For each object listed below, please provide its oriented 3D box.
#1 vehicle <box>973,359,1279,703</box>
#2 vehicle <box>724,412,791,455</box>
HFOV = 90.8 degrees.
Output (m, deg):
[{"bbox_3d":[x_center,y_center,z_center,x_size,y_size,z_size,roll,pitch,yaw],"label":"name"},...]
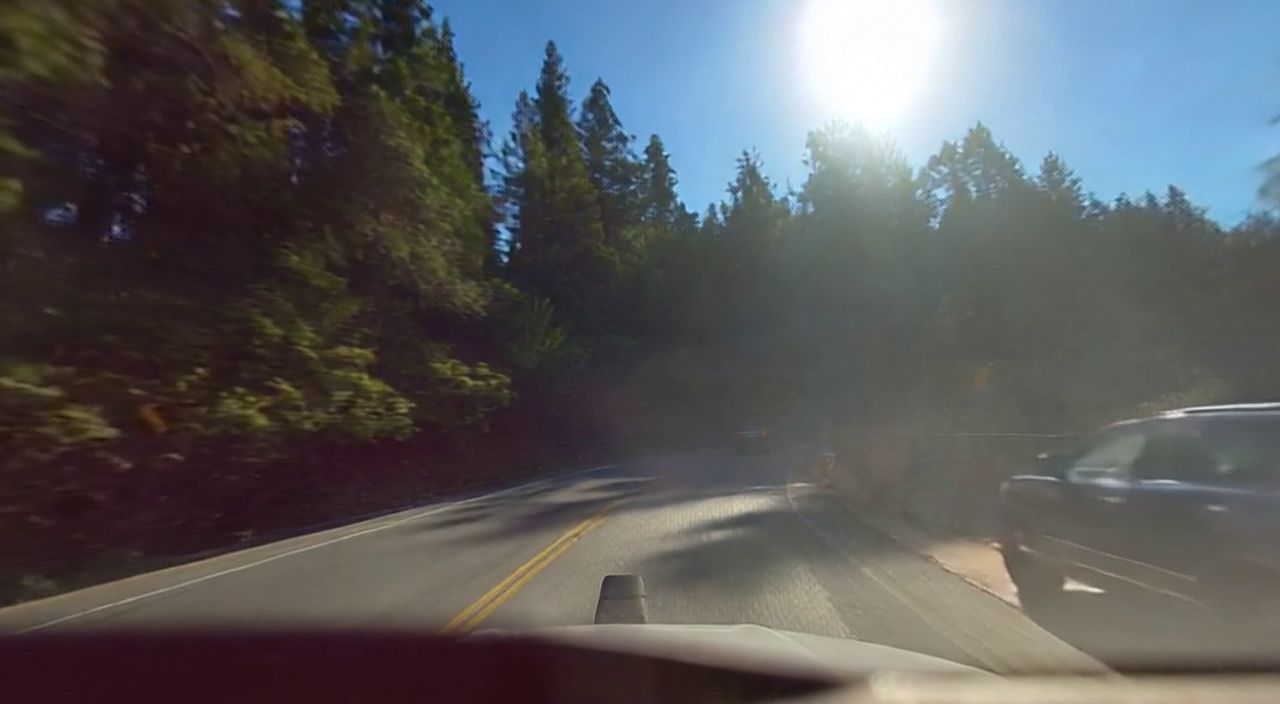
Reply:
[{"bbox_3d":[4.343,1.094,4.182,2.172,1.773,4.601,-1,-9,7],"label":"vehicle"},{"bbox_3d":[6.049,4.192,31.917,2.469,1.953,5.605,-3,-9,19],"label":"vehicle"}]
